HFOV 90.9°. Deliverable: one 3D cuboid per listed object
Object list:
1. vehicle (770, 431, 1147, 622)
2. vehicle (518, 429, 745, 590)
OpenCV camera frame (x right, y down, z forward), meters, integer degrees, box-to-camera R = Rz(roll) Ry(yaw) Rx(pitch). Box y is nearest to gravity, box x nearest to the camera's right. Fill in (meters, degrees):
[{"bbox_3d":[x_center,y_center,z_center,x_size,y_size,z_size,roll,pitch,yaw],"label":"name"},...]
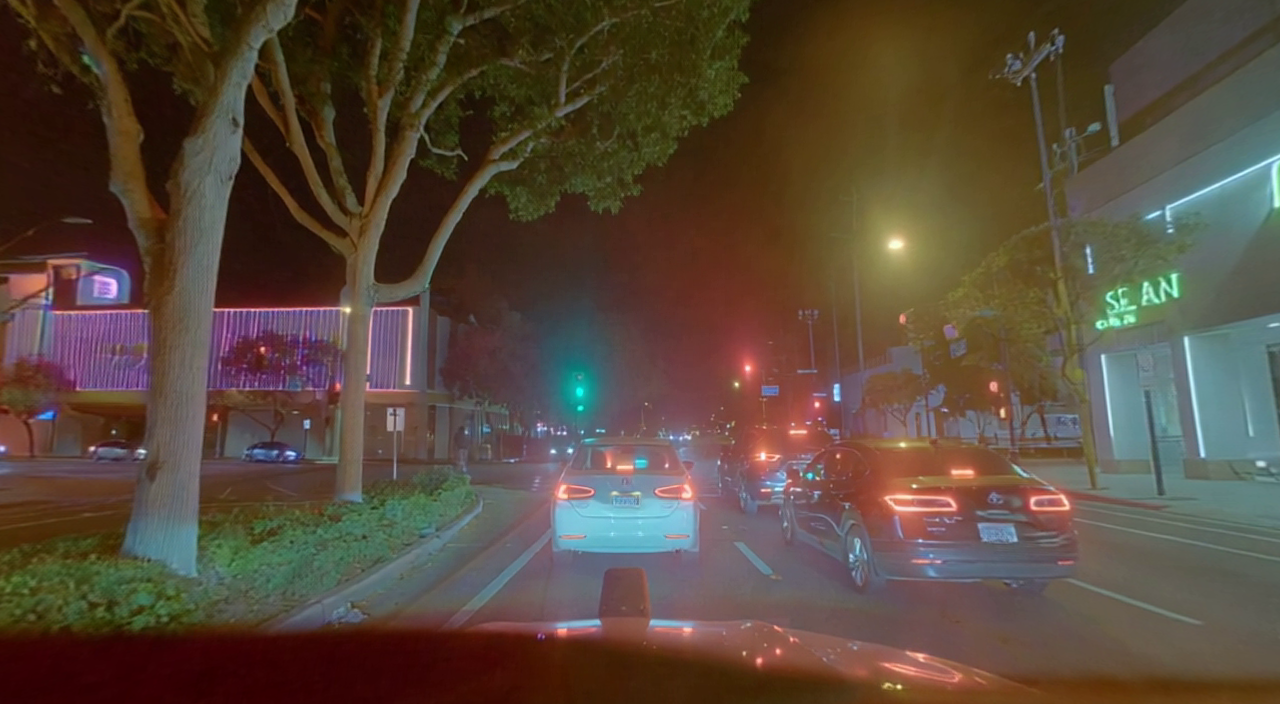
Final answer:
[{"bbox_3d":[2.909,1.658,7.051,1.893,1.446,4.270,0,-8,-1],"label":"vehicle"},{"bbox_3d":[-0.101,1.760,7.944,2.087,1.456,4.143,0,-8,-1],"label":"vehicle"}]
